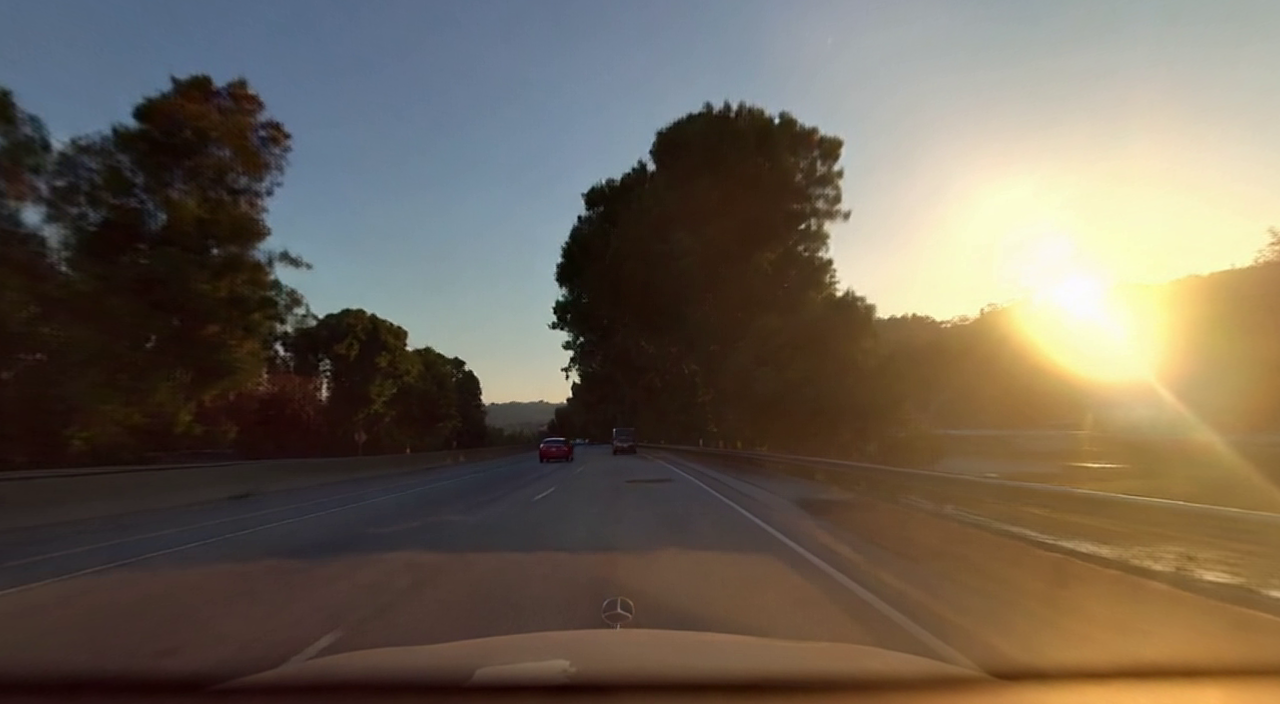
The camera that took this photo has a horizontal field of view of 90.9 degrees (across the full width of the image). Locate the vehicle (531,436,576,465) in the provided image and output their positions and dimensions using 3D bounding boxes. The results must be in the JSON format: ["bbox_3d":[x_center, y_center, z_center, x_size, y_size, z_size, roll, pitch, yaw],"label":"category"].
[{"bbox_3d":[-4.508,5.174,33.367,1.907,1.445,4.049,0,-8,-2],"label":"vehicle"}]

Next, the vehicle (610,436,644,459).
[{"bbox_3d":[-0.858,6.435,42.748,2.162,1.460,4.242,0,-8,0],"label":"vehicle"}]
